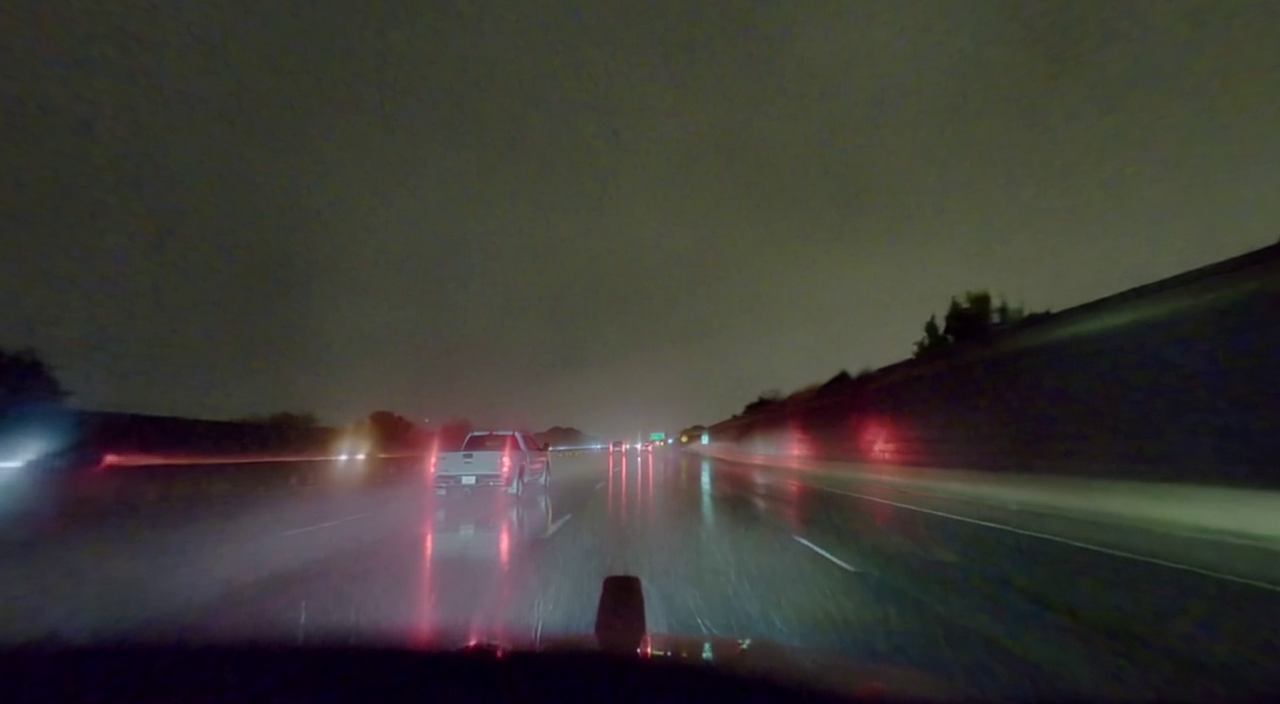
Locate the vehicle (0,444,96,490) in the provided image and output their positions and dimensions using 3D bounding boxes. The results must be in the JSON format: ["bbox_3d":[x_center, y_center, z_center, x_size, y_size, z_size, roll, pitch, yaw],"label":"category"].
[{"bbox_3d":[-29.084,5.246,29.016,2.420,1.974,6.229,0,-9,0],"label":"vehicle"}]

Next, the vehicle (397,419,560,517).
[{"bbox_3d":[-3.542,2.705,15.228,2.379,1.918,5.504,0,-9,1],"label":"vehicle"}]
